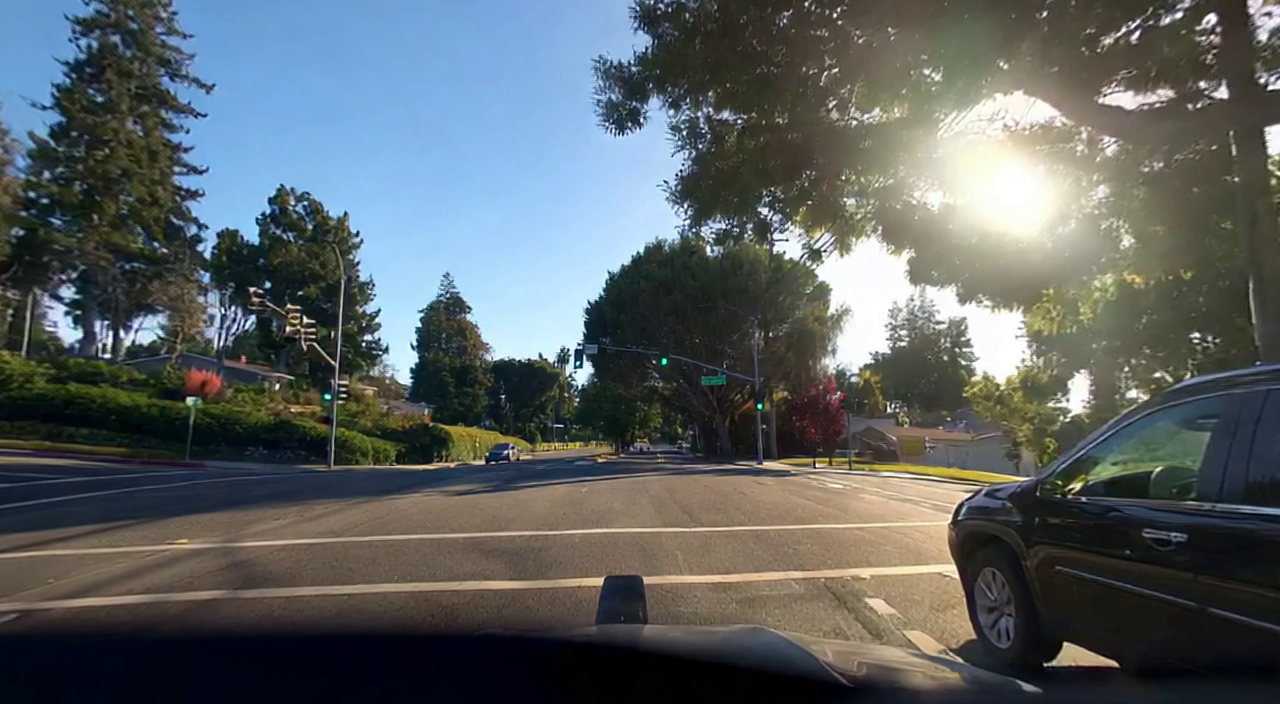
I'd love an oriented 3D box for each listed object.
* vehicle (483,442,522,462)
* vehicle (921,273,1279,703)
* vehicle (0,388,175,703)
[{"bbox_3d":[-10.490,7.675,48.509,1.983,1.482,4.190,-1,-9,2],"label":"vehicle"},{"bbox_3d":[3.224,0.691,2.164,2.256,1.856,4.840,0,-9,0],"label":"vehicle"},{"bbox_3d":[-3.183,0.675,0.654,2.168,1.518,4.231,0,-9,0],"label":"vehicle"}]
